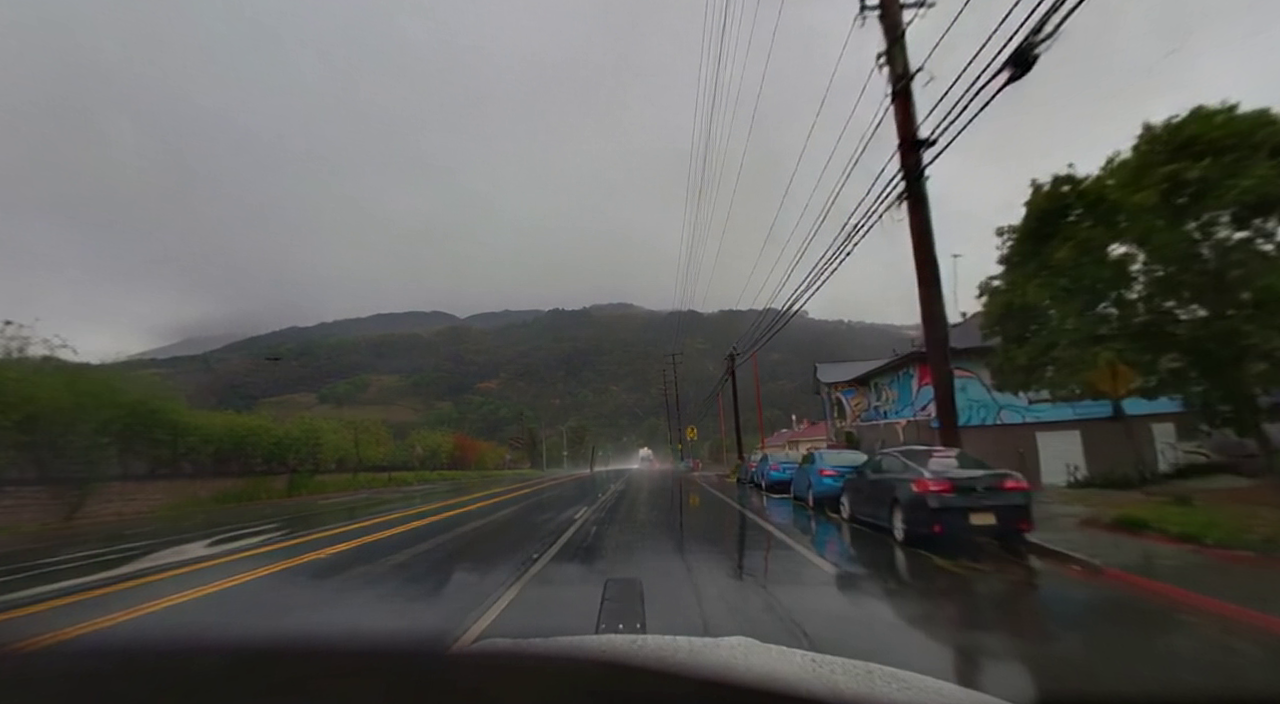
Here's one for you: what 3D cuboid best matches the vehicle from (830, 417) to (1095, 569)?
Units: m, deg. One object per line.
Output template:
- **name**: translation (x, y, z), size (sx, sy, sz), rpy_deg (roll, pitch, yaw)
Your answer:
- **vehicle**: translation (5.239, 2.413, 11.219), size (2.072, 1.889, 4.468), rpy_deg (-6, -11, -2)
